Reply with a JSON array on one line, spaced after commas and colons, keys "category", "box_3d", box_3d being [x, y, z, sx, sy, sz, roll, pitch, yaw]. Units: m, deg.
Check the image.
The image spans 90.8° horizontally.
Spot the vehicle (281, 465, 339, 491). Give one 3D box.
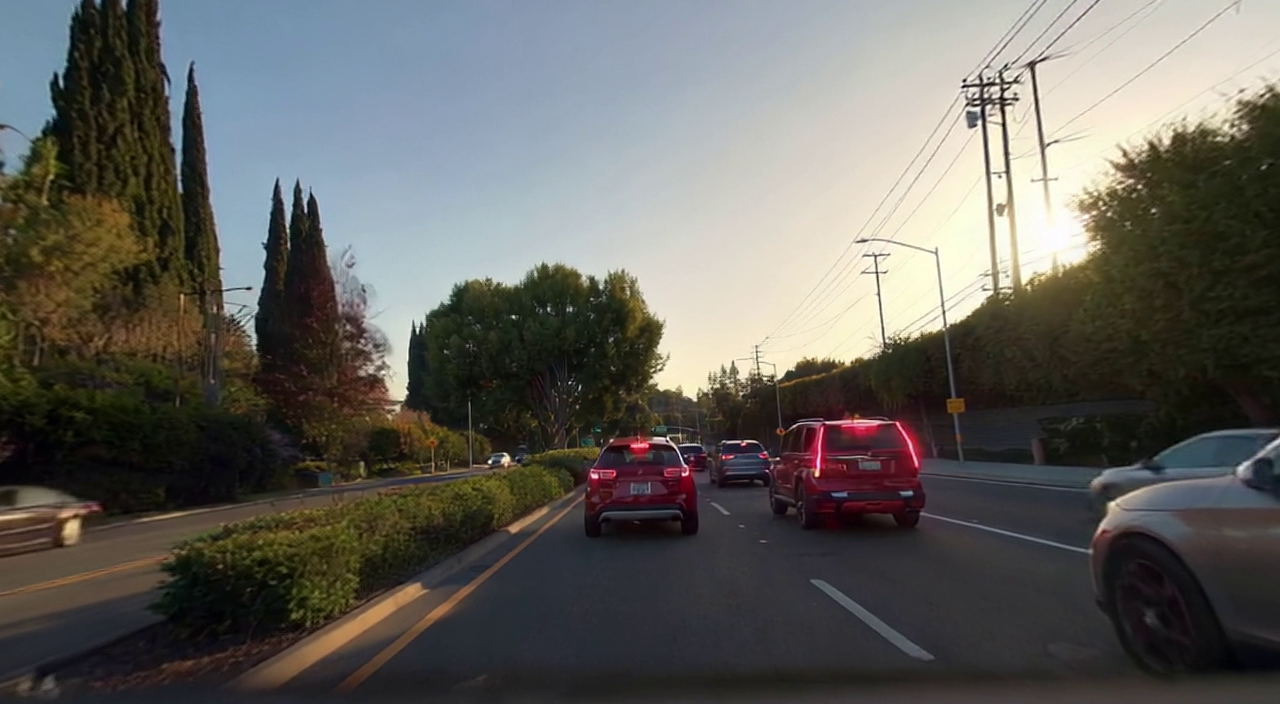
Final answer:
[{"category": "vehicle", "box_3d": [-22.668, 8.642, 43.500, 1.847, 1.554, 3.926, 0, -8, 0]}]

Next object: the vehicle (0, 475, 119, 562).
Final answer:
[{"category": "vehicle", "box_3d": [-12.923, 3.210, 12.043, 1.960, 1.491, 4.700, 0, -8, 0]}]

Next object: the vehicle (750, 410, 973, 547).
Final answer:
[{"category": "vehicle", "box_3d": [3.378, 2.034, 10.843, 2.097, 1.818, 4.625, 0, -8, 0]}]

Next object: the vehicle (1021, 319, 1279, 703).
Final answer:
[{"category": "vehicle", "box_3d": [3.525, 0.654, 1.960, 2.001, 1.707, 4.250, 0, -8, 0]}]

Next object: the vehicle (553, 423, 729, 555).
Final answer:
[{"category": "vehicle", "box_3d": [-0.015, 2.044, 10.129, 2.199, 1.641, 4.232, 0, -8, -1]}]
